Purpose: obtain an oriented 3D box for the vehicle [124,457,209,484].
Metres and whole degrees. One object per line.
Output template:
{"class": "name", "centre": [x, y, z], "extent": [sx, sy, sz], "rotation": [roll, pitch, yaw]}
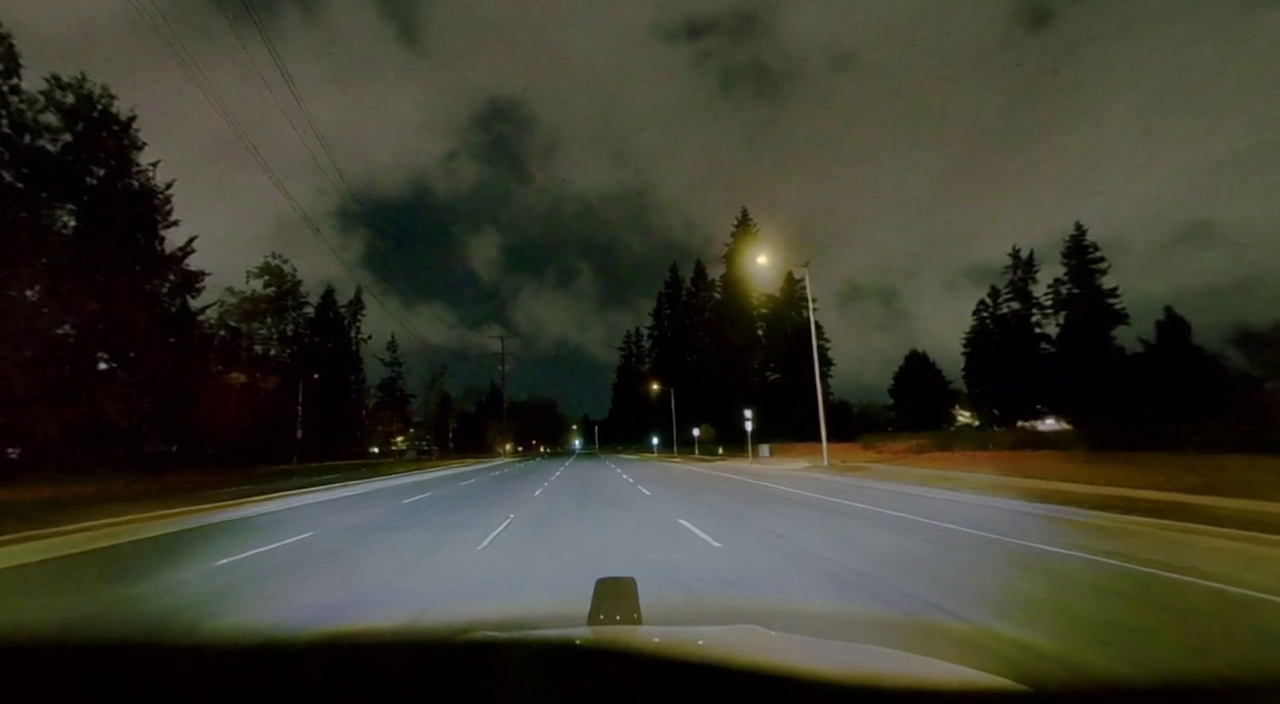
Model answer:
{"class": "vehicle", "centre": [-31.580, 7.902, 42.370], "extent": [2.089, 1.556, 4.961], "rotation": [0, -9, -4]}
